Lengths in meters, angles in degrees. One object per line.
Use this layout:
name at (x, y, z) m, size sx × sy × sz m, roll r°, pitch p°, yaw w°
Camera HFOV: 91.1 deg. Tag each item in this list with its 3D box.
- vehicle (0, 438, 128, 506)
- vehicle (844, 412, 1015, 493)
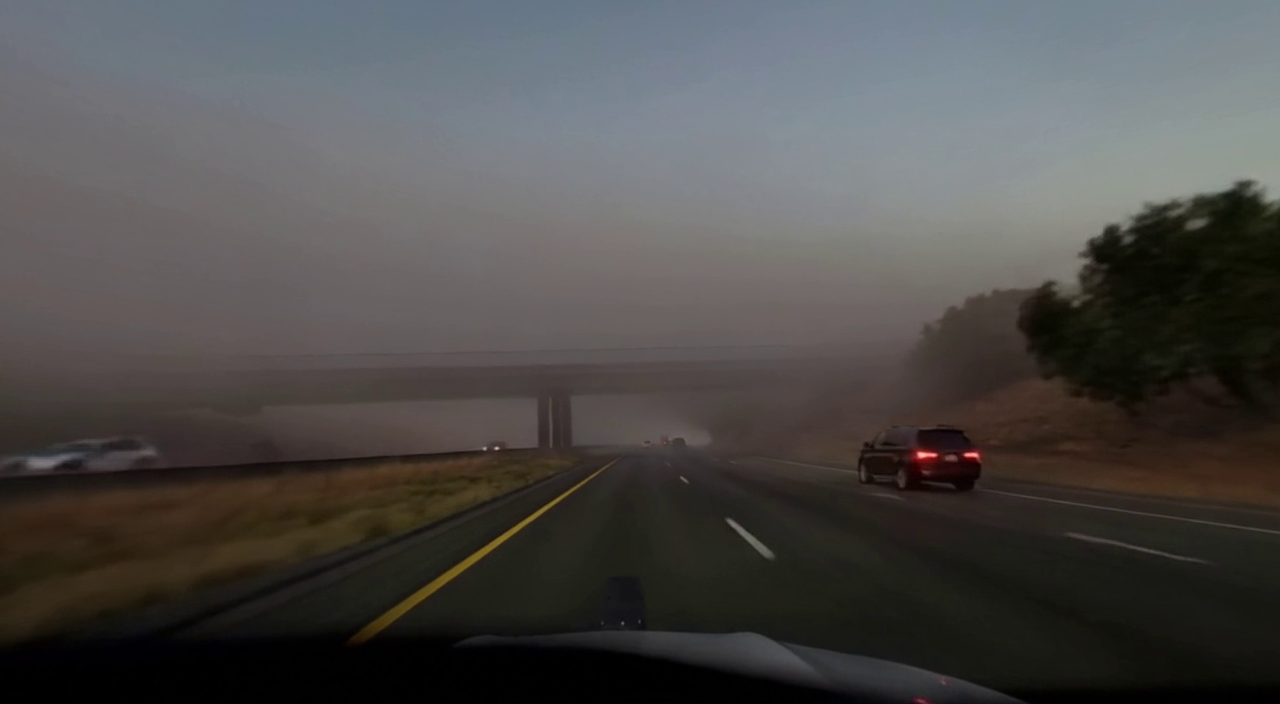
vehicle at (-17.180, 3.247, 17.253) m, size 1.910 × 1.704 × 5.056 m, roll 0°, pitch -8°, yaw 0°
vehicle at (8.182, 2.934, 18.583) m, size 2.362 × 2.037 × 5.409 m, roll 0°, pitch -8°, yaw -1°
